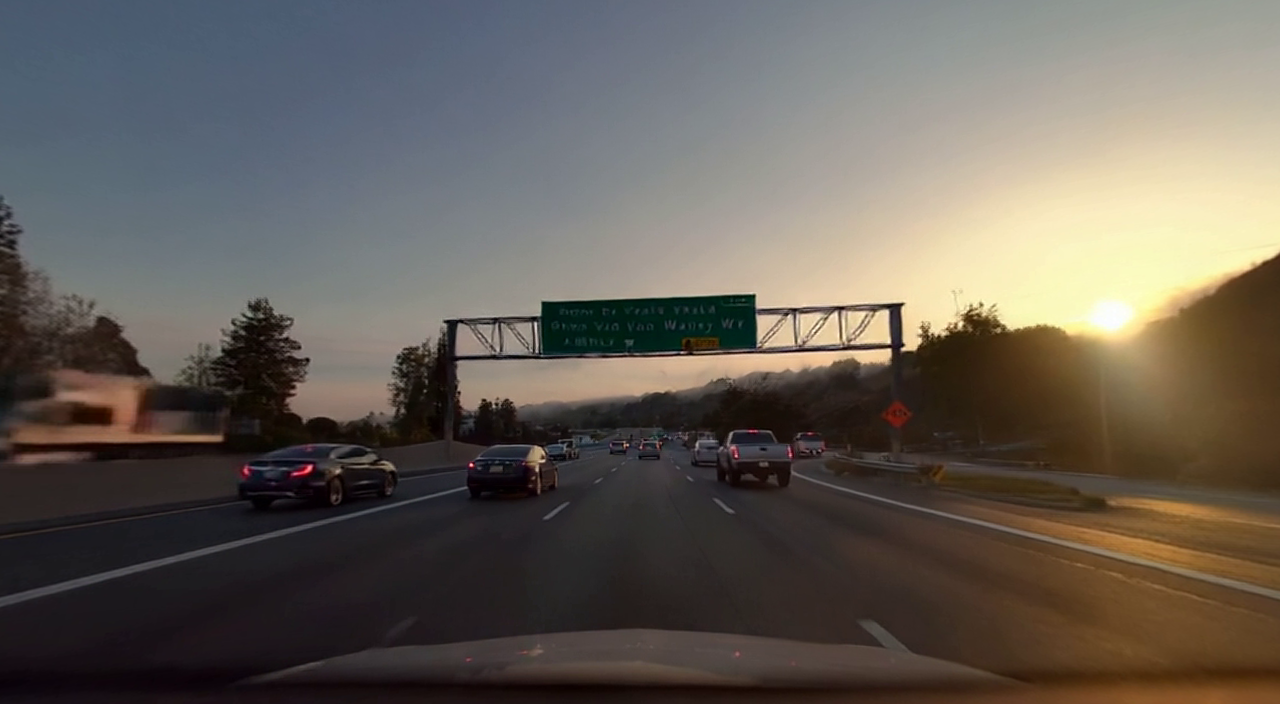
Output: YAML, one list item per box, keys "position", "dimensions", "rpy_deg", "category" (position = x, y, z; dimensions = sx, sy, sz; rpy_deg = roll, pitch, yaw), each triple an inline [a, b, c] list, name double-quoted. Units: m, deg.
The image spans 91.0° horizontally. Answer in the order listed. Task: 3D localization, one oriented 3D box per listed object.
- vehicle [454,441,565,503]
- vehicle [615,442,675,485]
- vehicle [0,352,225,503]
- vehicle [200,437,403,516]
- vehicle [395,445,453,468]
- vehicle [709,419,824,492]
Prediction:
- position: [-3.444, 3.263, 17.600]
  dimensions: [1.996, 1.488, 4.451]
  rpy_deg: [0, -9, 2]
  category: "vehicle"
- position: [0.226, 4.213, 24.086]
  dimensions: [2.071, 1.478, 4.130]
  rpy_deg: [0, -9, 1]
  category: "vehicle"
- position: [-16.323, 2.327, 18.536]
  dimensions: [2.900, 3.555, 7.278]
  rpy_deg: [0, -9, 2]
  category: "vehicle"
- position: [-7.435, 2.772, 14.514]
  dimensions: [2.065, 1.519, 4.491]
  rpy_deg: [0, -9, 1]
  category: "vehicle"
- position: [-15.502, 7.535, 45.571]
  dimensions: [2.287, 1.546, 4.741]
  rpy_deg: [-1, -9, 3]
  category: "vehicle"
- position: [4.112, 3.595, 22.074]
  dimensions: [2.802, 2.151, 6.579]
  rpy_deg: [0, -9, 1]
  category: "vehicle"
